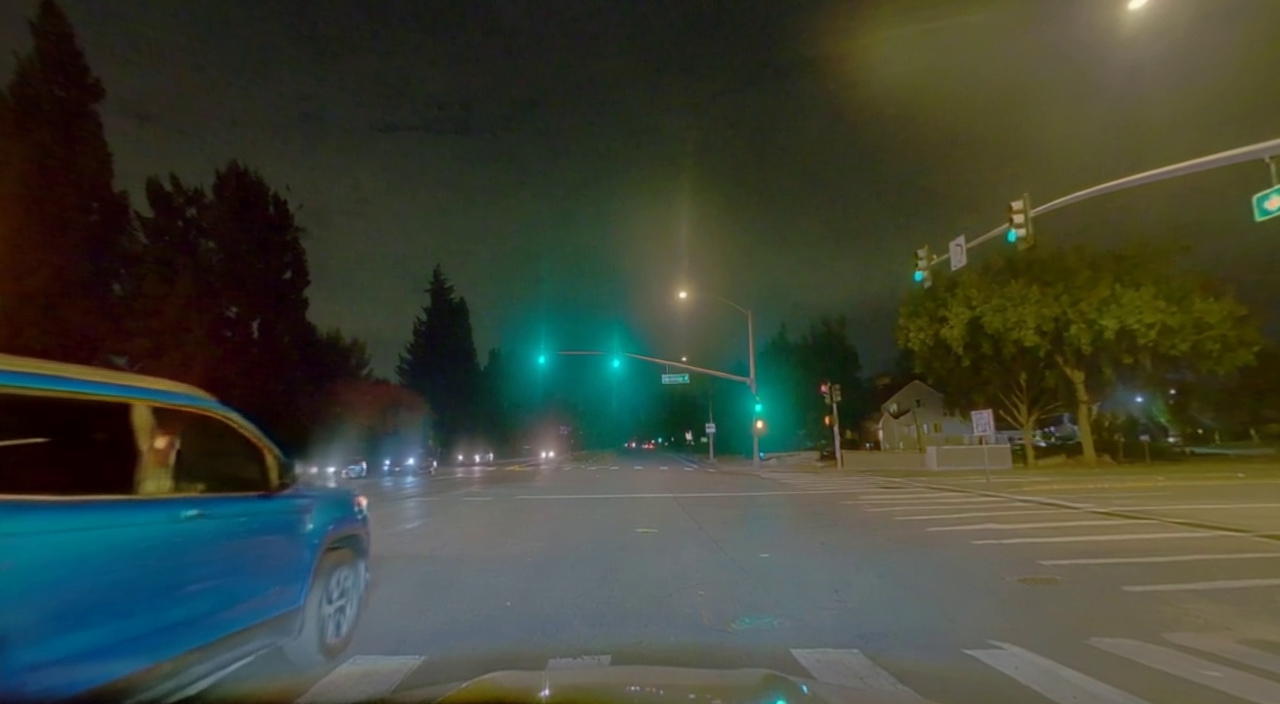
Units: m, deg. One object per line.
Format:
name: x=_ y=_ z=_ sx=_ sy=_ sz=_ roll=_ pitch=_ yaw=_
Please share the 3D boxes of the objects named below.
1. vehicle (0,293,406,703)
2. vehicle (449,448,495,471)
vehicle: x=-3.061 y=0.869 z=2.969 sx=2.123 sy=1.799 sz=4.425 roll=0 pitch=-8 yaw=1
vehicle: x=-11.904 y=7.639 z=44.987 sx=1.980 sy=1.452 sz=4.318 roll=0 pitch=-8 yaw=2
